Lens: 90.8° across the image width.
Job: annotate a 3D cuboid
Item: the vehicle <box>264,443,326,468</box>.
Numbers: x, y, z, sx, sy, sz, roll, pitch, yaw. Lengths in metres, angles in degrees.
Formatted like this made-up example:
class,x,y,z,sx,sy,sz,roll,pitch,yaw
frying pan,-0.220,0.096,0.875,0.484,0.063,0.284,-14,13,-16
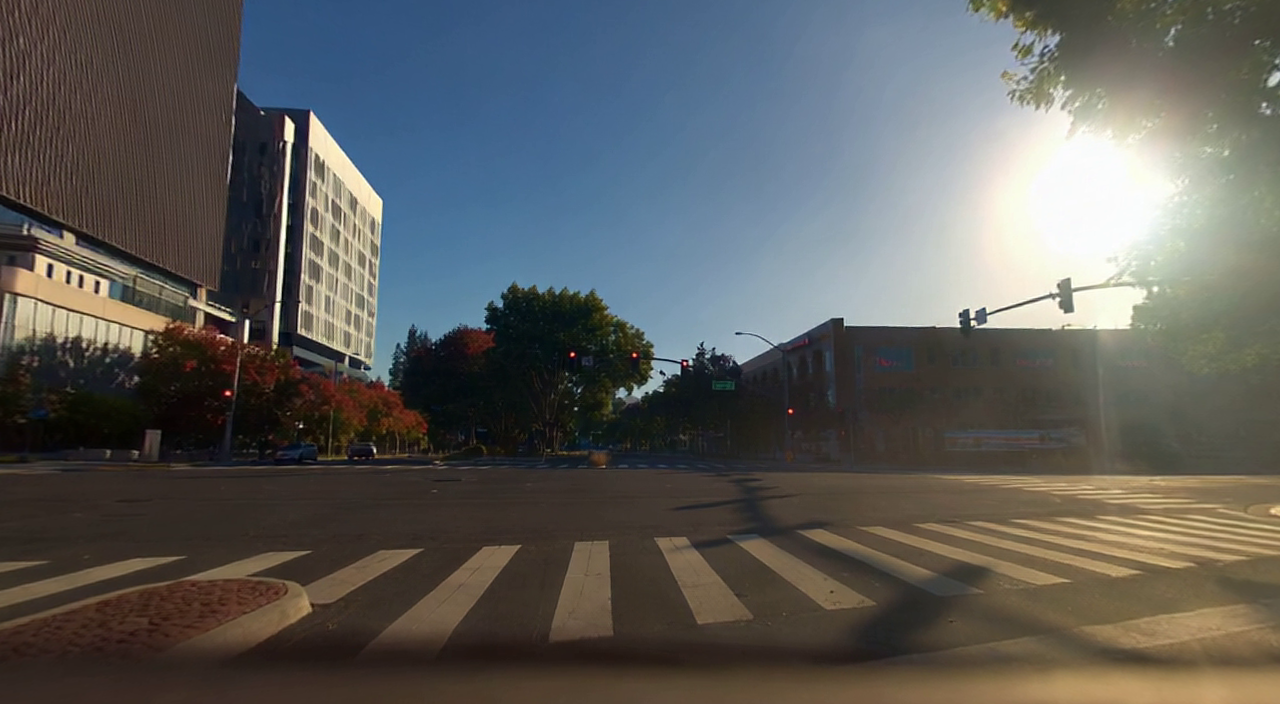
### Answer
class,x,y,z,sx,sy,sz,roll,pitch,yaw
vehicle,-21.855,6.558,40.157,2.005,1.496,4.020,1,-9,-6

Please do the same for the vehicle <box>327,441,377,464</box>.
class,x,y,z,sx,sy,sz,roll,pitch,yaw
vehicle,-22.525,7.901,49.614,2.023,1.706,4.756,1,-9,-6
